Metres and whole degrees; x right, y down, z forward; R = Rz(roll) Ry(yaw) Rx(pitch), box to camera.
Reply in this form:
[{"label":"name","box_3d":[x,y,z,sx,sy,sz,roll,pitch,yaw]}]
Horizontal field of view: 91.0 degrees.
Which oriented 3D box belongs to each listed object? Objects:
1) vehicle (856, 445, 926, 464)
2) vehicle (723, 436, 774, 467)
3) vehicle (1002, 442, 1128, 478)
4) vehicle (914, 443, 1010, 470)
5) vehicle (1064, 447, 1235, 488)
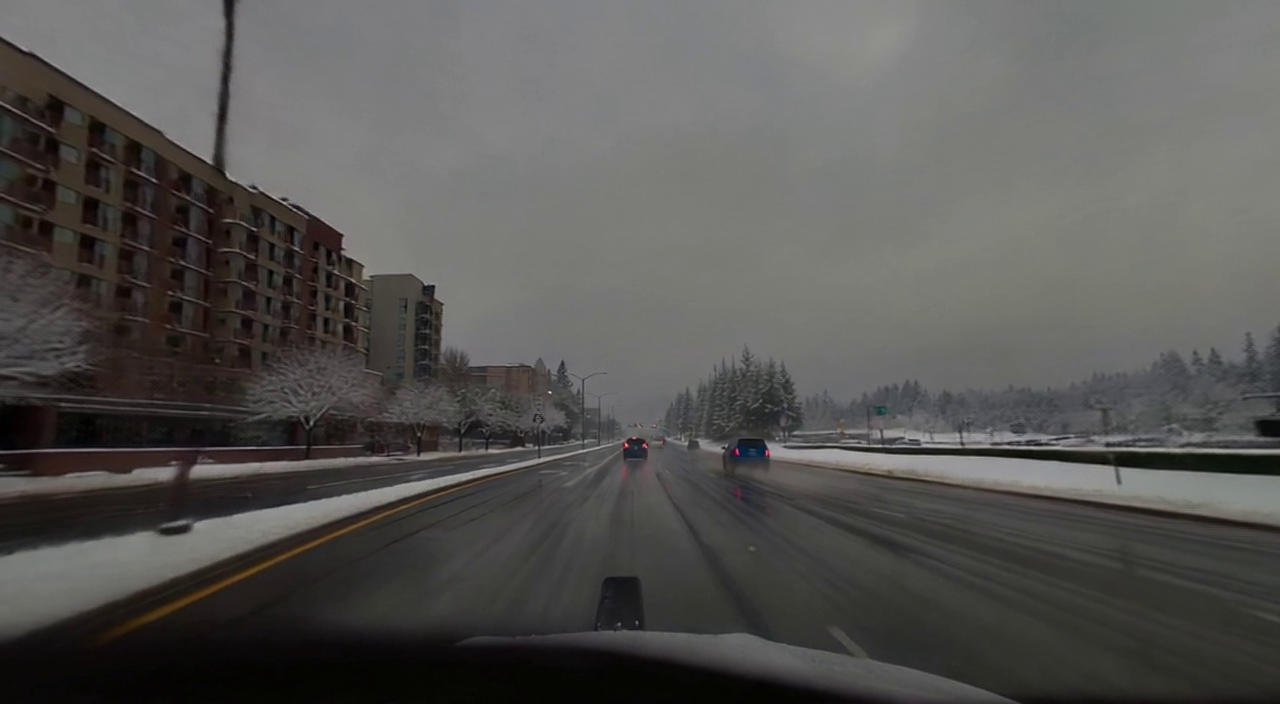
[{"label":"vehicle","box_3d":[19.733,8.080,49.634,4.653,1.438,1.939,0,-9,-2]},{"label":"vehicle","box_3d":[6.581,6.126,38.789,2.136,1.799,4.796,0,-9,-2]},{"label":"vehicle","box_3d":[20.041,5.115,29.833,4.485,1.608,1.955,0,-9,0]},{"label":"vehicle","box_3d":[19.163,6.223,37.632,4.644,1.552,1.980,0,-9,4]},{"label":"vehicle","box_3d":[19.058,4.327,23.723,4.683,1.462,1.995,0,-9,1]}]
